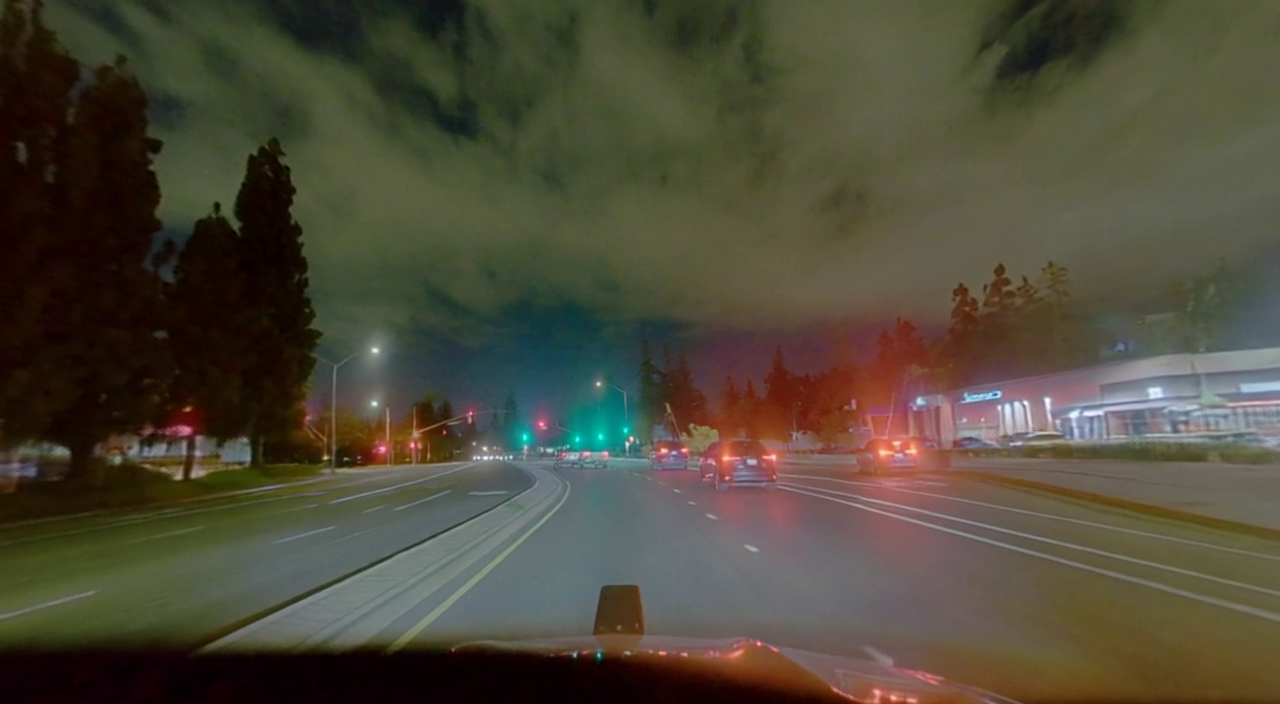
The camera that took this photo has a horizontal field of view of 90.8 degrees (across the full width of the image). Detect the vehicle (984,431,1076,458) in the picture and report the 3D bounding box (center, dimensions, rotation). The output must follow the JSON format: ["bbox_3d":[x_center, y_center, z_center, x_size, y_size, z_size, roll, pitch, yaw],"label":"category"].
[{"bbox_3d":[26.471,6.287,42.987,4.736,1.755,2.221,0,-8,-3],"label":"vehicle"}]

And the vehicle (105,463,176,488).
[{"bbox_3d":[-32.248,7.942,40.914,1.600,1.375,4.319,0,-9,-9],"label":"vehicle"}]

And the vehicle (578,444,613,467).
[{"bbox_3d":[-3.132,7.111,43.628,2.068,1.512,3.987,1,-9,-9],"label":"vehicle"}]

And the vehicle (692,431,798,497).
[{"bbox_3d":[2.771,3.056,17.626,1.966,1.596,3.980,1,-9,-5],"label":"vehicle"}]

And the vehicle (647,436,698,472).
[{"bbox_3d":[1.631,5.367,33.369,2.046,1.768,4.370,1,-9,-6],"label":"vehicle"}]
